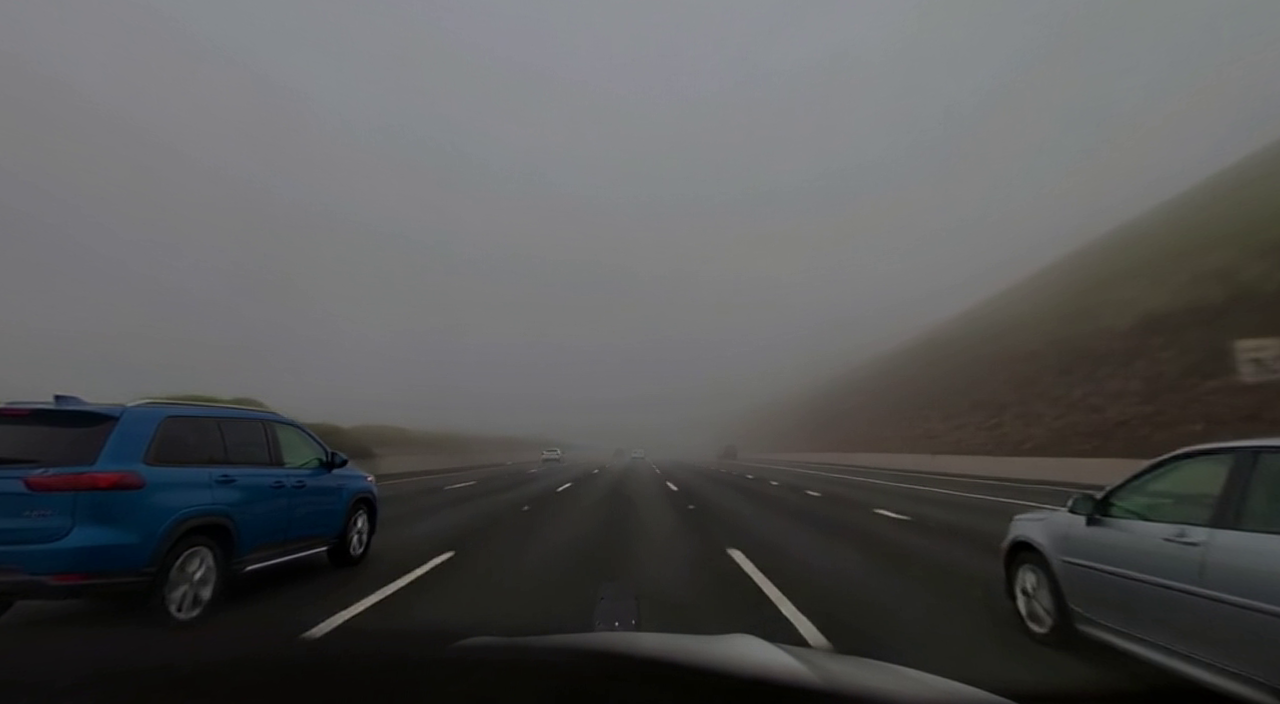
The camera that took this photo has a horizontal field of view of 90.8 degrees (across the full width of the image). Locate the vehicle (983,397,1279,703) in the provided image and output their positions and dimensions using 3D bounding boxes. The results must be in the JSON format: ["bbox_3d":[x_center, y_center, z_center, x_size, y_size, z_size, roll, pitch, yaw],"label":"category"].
[{"bbox_3d":[3.579,0.939,2.593,1.847,1.493,4.303,0,-9,-1],"label":"vehicle"}]

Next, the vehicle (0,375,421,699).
[{"bbox_3d":[-3.874,1.331,5.774,2.047,1.715,4.689,0,-9,0],"label":"vehicle"}]
